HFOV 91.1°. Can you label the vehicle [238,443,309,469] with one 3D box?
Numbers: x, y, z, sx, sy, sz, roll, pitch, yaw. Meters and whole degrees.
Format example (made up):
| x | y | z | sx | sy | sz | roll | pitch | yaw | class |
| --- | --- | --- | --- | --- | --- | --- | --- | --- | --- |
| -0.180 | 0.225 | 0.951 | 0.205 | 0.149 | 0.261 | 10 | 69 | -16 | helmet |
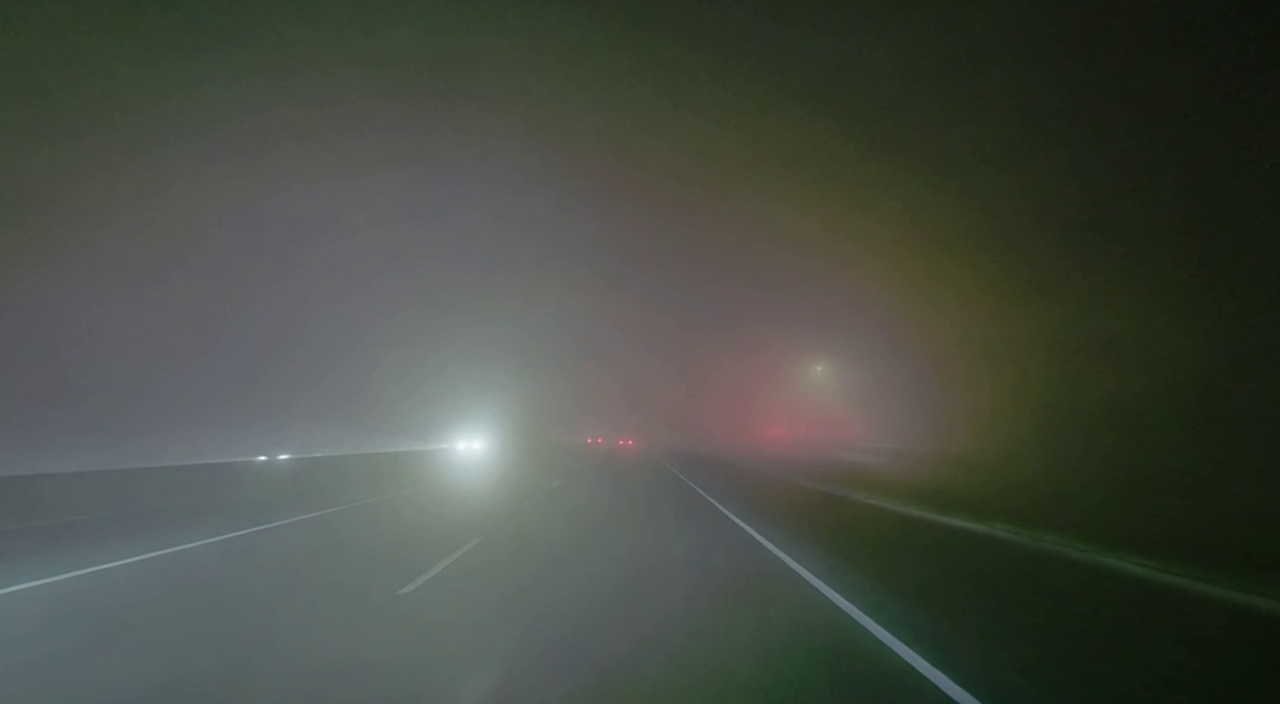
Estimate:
| x | y | z | sx | sy | sz | roll | pitch | yaw | class |
| --- | --- | --- | --- | --- | --- | --- | --- | --- | --- |
| -23.916 | 6.777 | 41.198 | 1.905 | 1.523 | 4.590 | 0 | -8 | -1 | vehicle |
